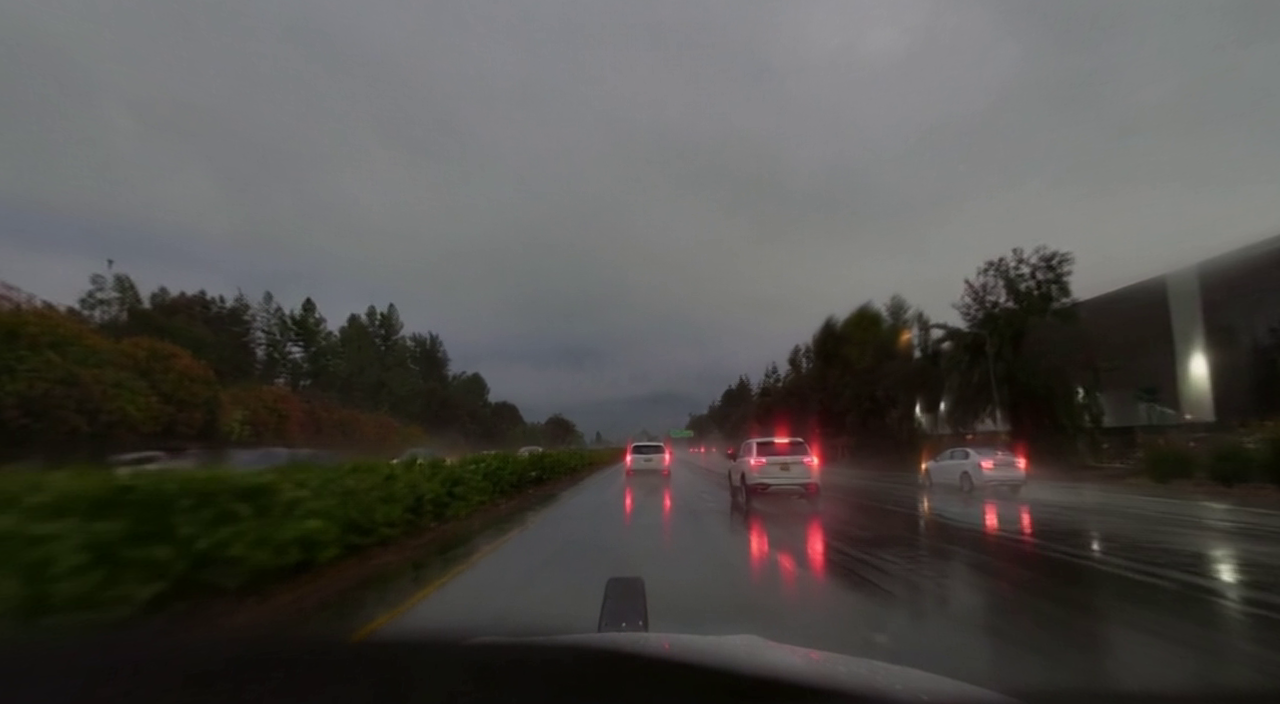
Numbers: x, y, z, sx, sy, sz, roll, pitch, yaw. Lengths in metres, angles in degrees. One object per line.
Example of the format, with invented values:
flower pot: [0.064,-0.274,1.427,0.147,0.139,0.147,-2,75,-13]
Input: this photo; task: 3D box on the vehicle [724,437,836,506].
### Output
vehicle: [3.566,3.114,16.927,2.042,1.592,4.047,0,-8,0]

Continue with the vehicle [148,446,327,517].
vehicle: [-10.934,3.501,17.648,2.012,1.685,4.411,0,-8,1]

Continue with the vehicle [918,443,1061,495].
vehicle: [10.991,3.681,20.321,2.027,1.446,4.470,0,-8,0]

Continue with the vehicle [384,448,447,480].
vehicle: [-13.961,6.952,39.567,2.092,1.805,4.904,0,-8,1]

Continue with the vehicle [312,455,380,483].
vehicle: [-17.757,7.056,38.340,1.918,1.456,4.459,0,-8,1]

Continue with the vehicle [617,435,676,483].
vehicle: [0.286,4.527,27.002,2.290,1.862,4.454,0,-8,1]

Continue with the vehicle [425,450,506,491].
vehicle: [-7.194,4.915,26.535,2.037,1.483,4.507,0,-8,1]
